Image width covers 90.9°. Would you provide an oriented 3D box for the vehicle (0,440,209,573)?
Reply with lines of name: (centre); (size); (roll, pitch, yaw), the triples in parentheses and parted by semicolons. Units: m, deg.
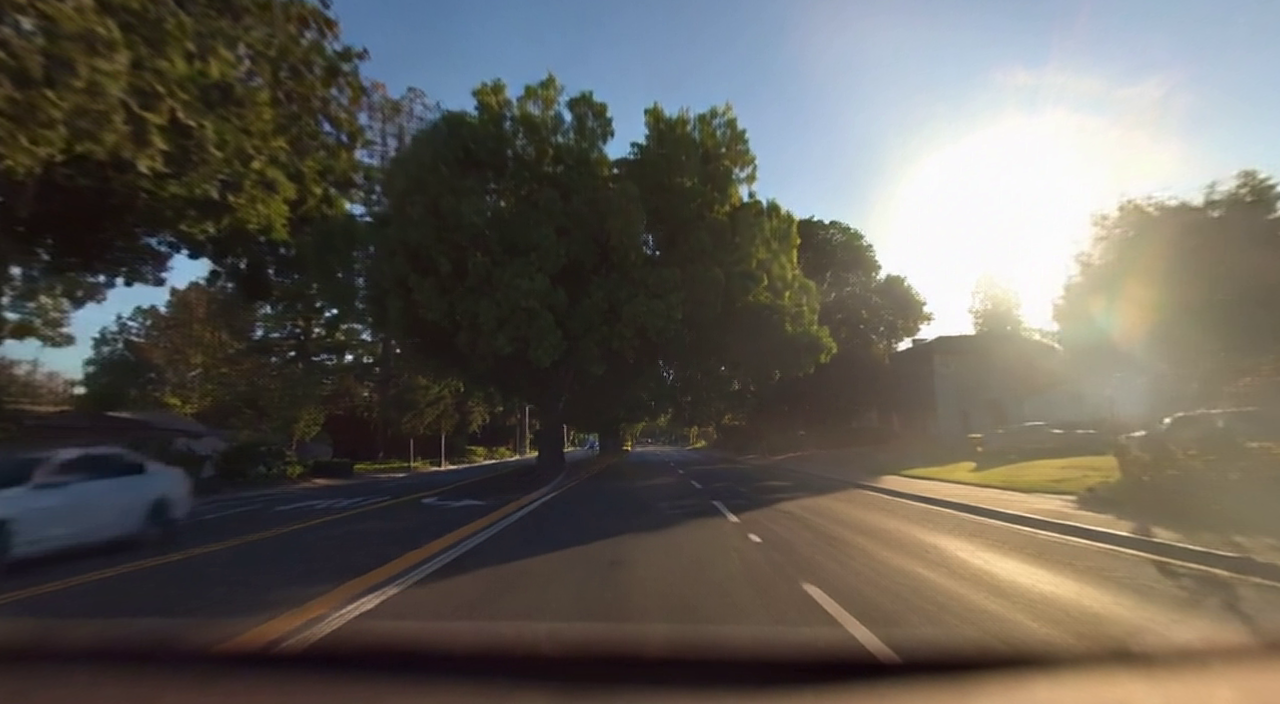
vehicle: (-8.509, 2.010, 8.692); (2.044, 1.548, 4.284); (0, -8, 1)
